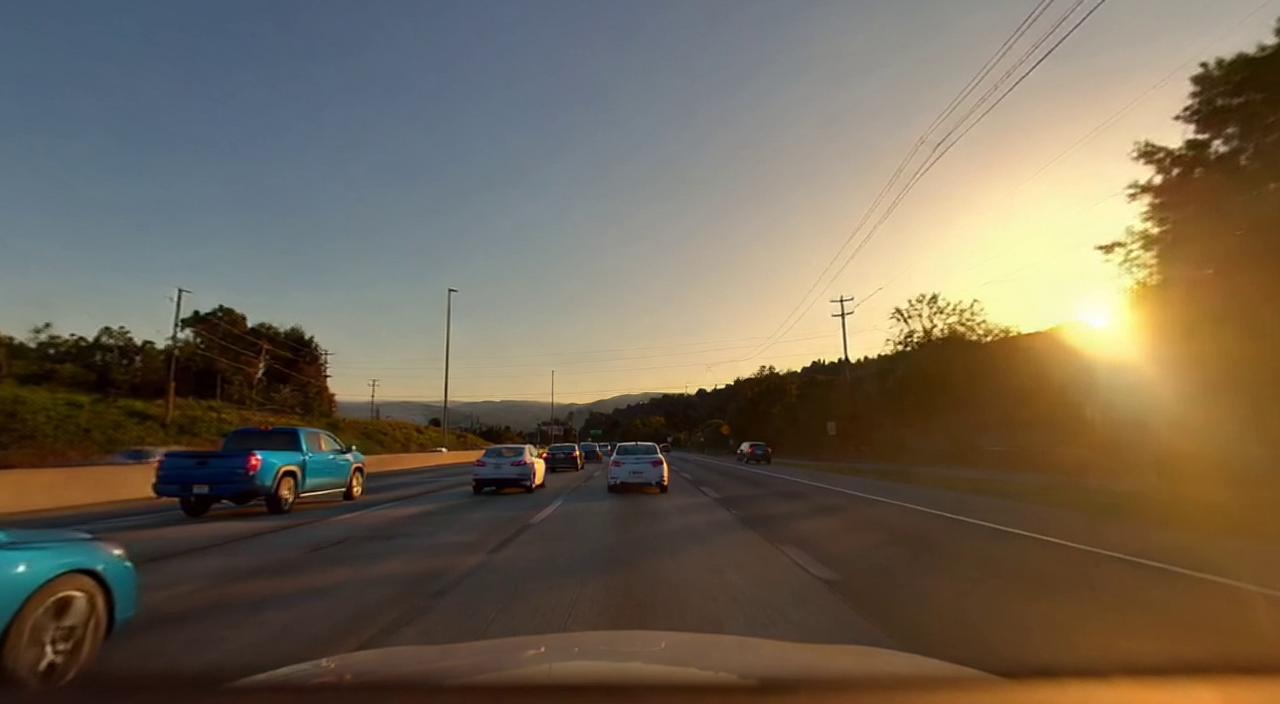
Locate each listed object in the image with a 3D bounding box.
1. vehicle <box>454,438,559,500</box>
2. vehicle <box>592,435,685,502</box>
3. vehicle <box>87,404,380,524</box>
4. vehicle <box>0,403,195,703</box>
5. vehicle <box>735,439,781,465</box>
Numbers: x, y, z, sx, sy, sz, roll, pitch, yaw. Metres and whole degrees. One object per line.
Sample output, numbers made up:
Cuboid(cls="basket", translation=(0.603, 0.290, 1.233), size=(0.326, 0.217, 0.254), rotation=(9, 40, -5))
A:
Cuboid(cls="vehicle", translation=(-3.434, 3.094, 17.131), size=(1.899, 1.437, 4.131), rotation=(0, -8, 1))
Cuboid(cls="vehicle", translation=(-0.078, 2.960, 16.562), size=(2.102, 1.499, 4.439), rotation=(0, -8, -1))
Cuboid(cls="vehicle", translation=(-7.747, 2.227, 13.078), size=(2.194, 1.922, 5.637), rotation=(0, -8, 1))
Cuboid(cls="vehicle", translation=(-3.812, 0.802, 1.619), size=(1.955, 1.481, 4.604), rotation=(0, -8, 0))
Cuboid(cls="vehicle", translation=(8.103, 6.922, 43.975), size=(2.205, 1.701, 4.601), rotation=(0, -8, -2))
